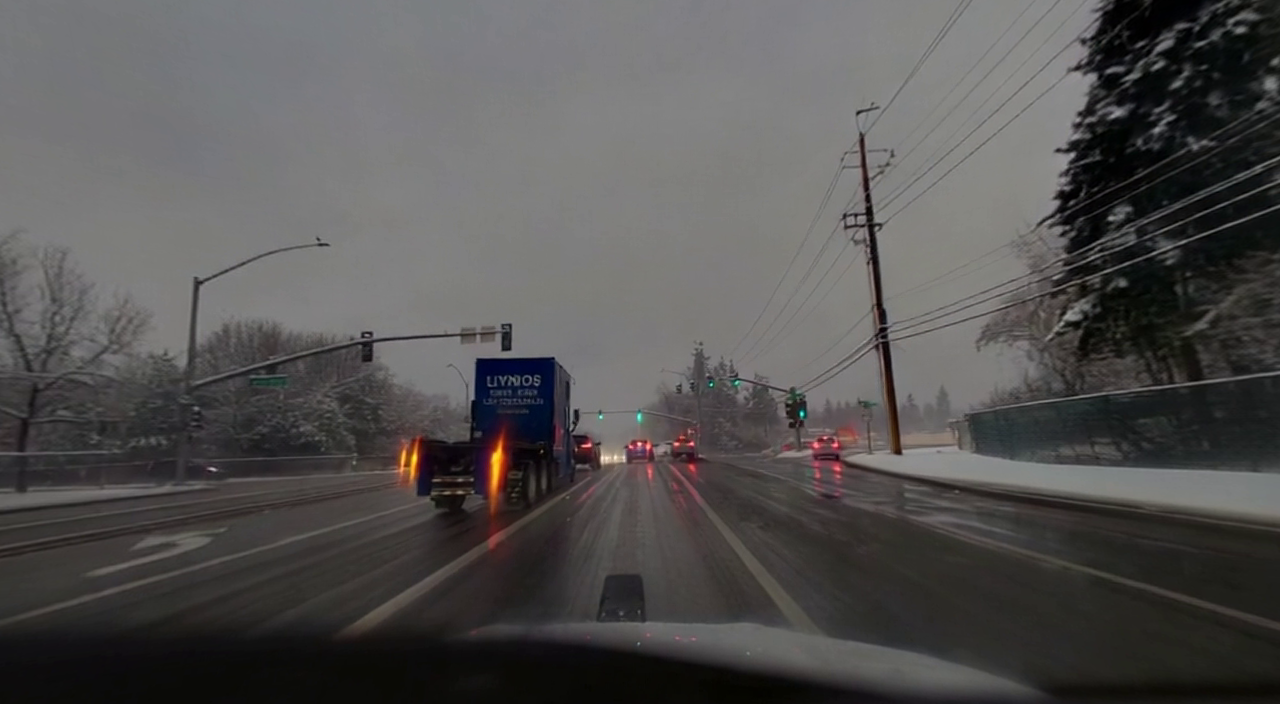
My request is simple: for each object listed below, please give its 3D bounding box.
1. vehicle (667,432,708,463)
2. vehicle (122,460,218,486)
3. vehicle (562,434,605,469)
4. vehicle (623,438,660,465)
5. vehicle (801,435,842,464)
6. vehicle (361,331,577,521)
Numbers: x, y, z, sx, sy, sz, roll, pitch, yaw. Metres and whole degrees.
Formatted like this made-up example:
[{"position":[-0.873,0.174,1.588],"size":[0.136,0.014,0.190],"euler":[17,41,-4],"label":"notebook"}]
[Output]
[{"position":[2.966,6.081,40.259],"size":[2.086,1.849,4.607],"euler":[0,-8,-2],"label":"vehicle"},{"position":[-32.057,8.231,43.216],"size":[4.718,1.630,2.087],"euler":[2,-9,-13],"label":"vehicle"},{"position":[-3.116,5.613,35.835],"size":[1.994,1.806,4.564],"euler":[0,-8,1],"label":"vehicle"},{"position":[0.054,6.102,38.858],"size":[2.117,1.499,4.036],"euler":[0,-8,-1],"label":"vehicle"},{"position":[11.389,6.076,39.485],"size":[2.102,1.662,4.533],"euler":[-3,-9,19],"label":"vehicle"},{"position":[-3.410,1.883,15.325],"size":[2.889,3.347,8.285],"euler":[0,-8,0],"label":"vehicle"}]
